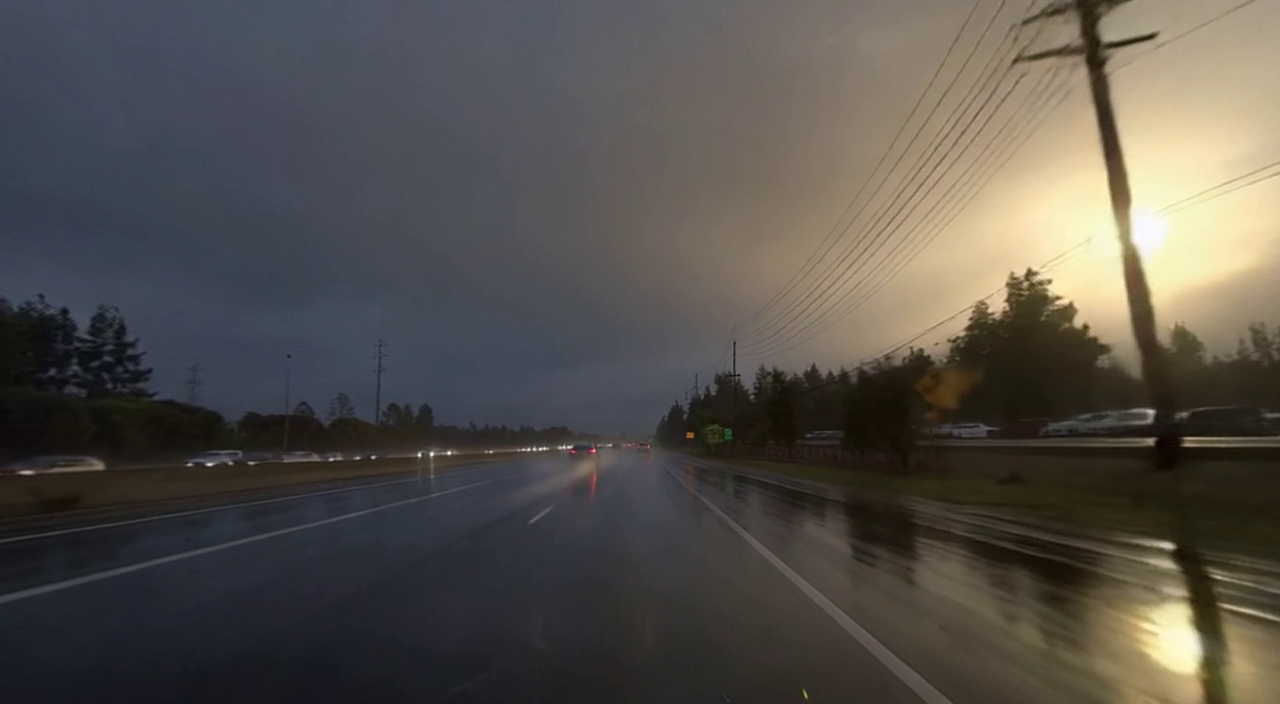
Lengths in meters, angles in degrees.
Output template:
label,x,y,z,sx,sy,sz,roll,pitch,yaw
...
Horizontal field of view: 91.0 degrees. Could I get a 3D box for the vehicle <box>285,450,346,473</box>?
label,x,y,z,sx,sy,sz,roll,pitch,yaw
vehicle,-23.913,8.048,46.565,1.989,1.546,4.558,0,-9,1

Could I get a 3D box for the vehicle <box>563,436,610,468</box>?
label,x,y,z,sx,sy,sz,roll,pitch,yaw
vehicle,-3.472,6.670,42.127,2.577,1.939,5.408,0,-9,1

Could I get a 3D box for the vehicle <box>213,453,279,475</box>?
label,x,y,z,sx,sy,sz,roll,pitch,yaw
vehicle,-28.312,8.067,45.411,1.847,1.477,4.428,0,-9,1

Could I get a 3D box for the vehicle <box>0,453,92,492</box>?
label,x,y,z,sx,sy,sz,roll,pitch,yaw
vehicle,-28.242,5.474,29.023,1.912,1.626,4.344,0,-9,1
